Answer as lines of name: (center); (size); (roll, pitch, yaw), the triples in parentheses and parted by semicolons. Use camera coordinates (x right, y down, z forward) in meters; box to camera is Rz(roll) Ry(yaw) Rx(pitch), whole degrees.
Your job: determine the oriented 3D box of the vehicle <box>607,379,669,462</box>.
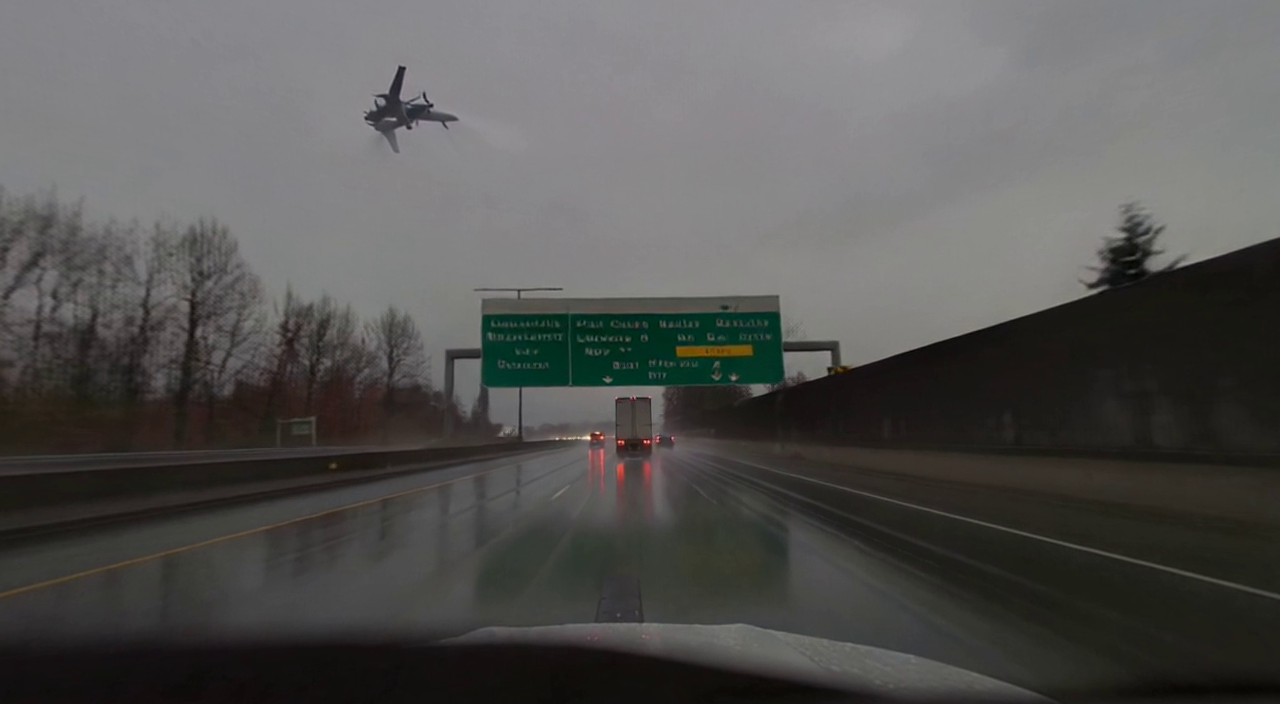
vehicle: (-0.179, 4.358, 38.286); (2.965, 3.972, 16.689); (0, -8, -1)
